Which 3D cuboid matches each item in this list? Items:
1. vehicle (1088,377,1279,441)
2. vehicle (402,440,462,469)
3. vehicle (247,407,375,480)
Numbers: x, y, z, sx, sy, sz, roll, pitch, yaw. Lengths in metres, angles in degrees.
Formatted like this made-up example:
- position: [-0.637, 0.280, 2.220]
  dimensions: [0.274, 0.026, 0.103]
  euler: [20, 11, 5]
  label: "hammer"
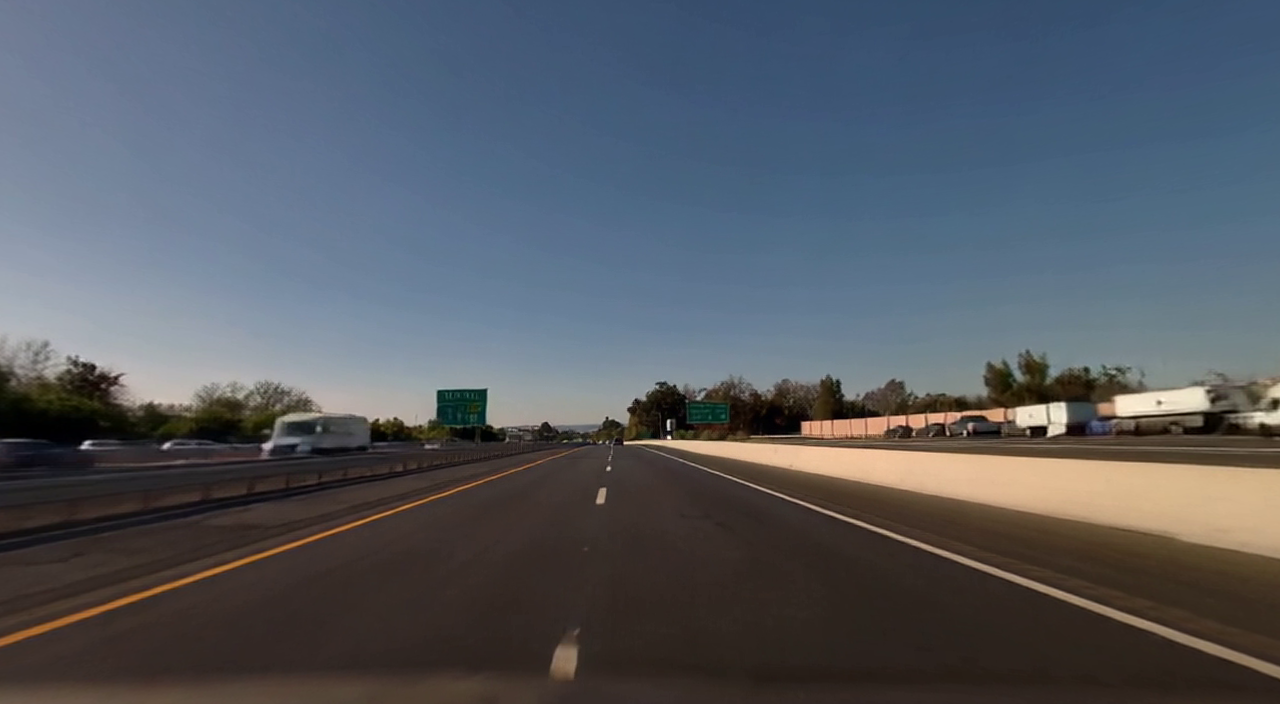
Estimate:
- position: [41.605, 4.816, 49.288]
  dimensions: [2.920, 4.068, 15.213]
  euler: [-5, -8, 5]
  label: "vehicle"
- position: [-11.629, 5.713, 35.460]
  dimensions: [1.916, 1.506, 4.371]
  euler: [0, -8, -1]
  label: "vehicle"
- position: [-16.086, 4.552, 31.459]
  dimensions: [2.744, 3.204, 7.013]
  euler: [0, -8, -2]
  label: "vehicle"
